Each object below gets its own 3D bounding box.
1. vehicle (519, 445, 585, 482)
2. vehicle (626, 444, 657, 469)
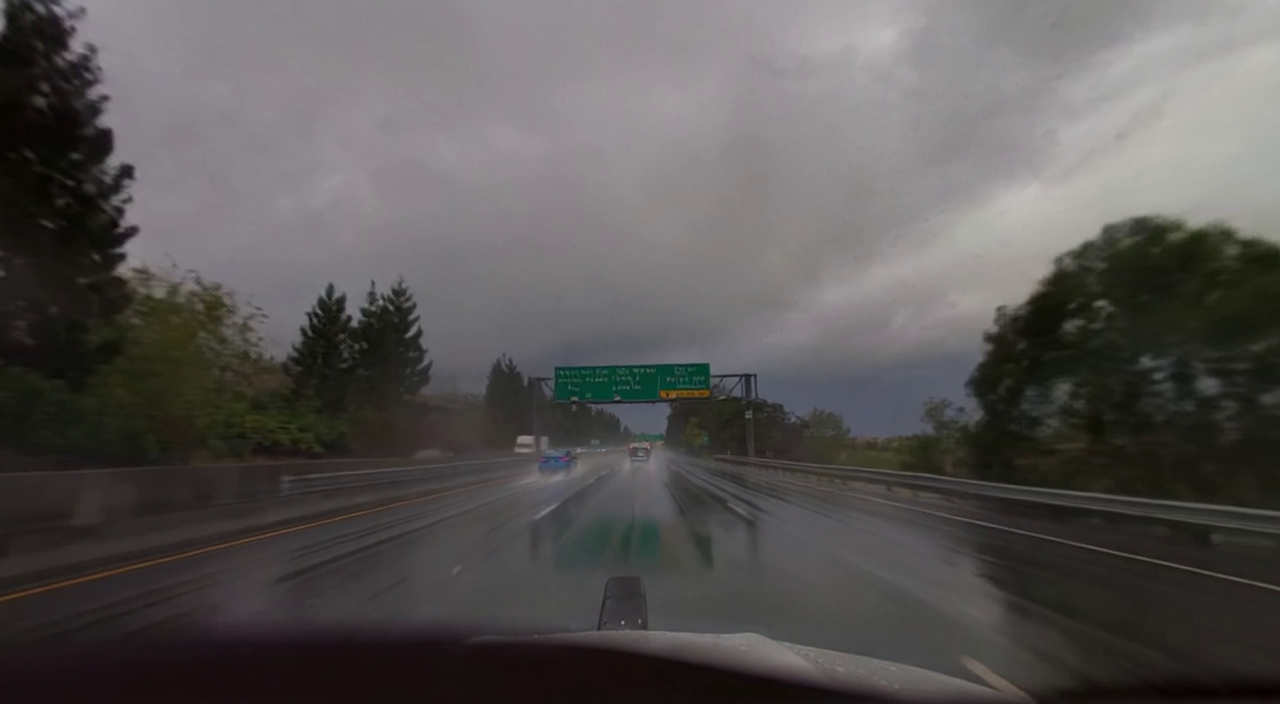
[{"bbox_3d":[-3.734,4.838,27.649,2.157,1.483,4.601,0,-9,1],"label":"vehicle"},{"bbox_3d":[0.075,6.940,41.996,2.011,1.590,3.607,0,-9,0],"label":"vehicle"}]
